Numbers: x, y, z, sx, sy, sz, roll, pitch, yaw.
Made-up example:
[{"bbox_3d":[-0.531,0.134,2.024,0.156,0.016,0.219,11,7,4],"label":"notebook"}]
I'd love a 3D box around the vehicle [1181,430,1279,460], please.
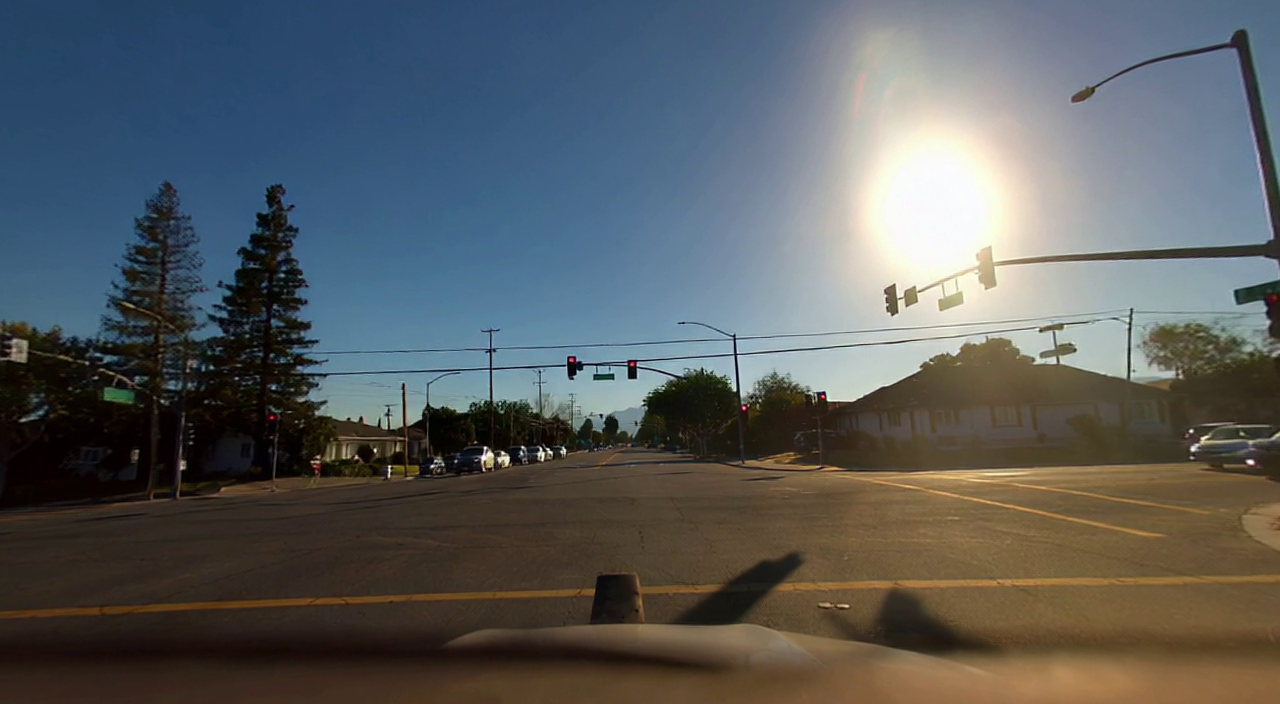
[{"bbox_3d":[31.306,4.885,33.025,4.318,1.488,1.870,0,-9,-1],"label":"vehicle"}]

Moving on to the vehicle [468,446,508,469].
[{"bbox_3d":[-10.716,7.457,44.755,1.881,1.509,3.377,0,-9,1],"label":"vehicle"}]
